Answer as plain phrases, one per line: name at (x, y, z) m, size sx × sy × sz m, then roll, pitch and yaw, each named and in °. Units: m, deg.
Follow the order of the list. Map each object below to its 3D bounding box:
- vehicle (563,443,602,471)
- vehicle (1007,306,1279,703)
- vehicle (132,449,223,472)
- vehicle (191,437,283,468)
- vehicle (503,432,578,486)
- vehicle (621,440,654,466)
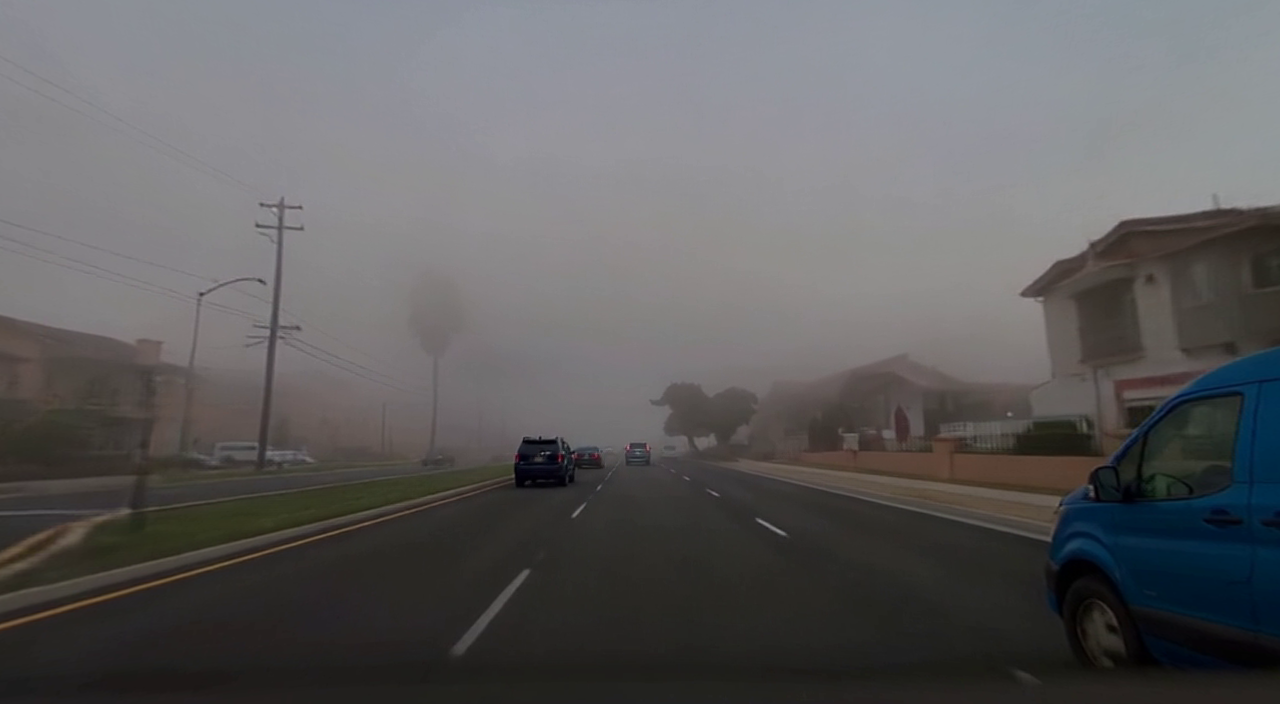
vehicle at (-3.105, 5.770, 34.837) m, size 1.869 × 1.454 × 4.142 m, roll 0°, pitch -9°, yaw -2°
vehicle at (3.772, 0.690, 2.026) m, size 2.234 × 1.912 × 4.847 m, roll 0°, pitch -9°, yaw 0°
vehicle at (-30.568, 7.146, 41.824) m, size 4.474 × 1.393 × 1.920 m, roll 1°, pitch -8°, yaw -1°
vehicle at (-30.326, 7.553, 47.647) m, size 5.583 × 2.103 × 2.086 m, roll -1°, pitch -6°, yaw 2°
vehicle at (-3.413, 3.761, 22.406) m, size 1.967 × 1.703 × 4.157 m, roll 0°, pitch -9°, yaw 0°
vehicle at (-0.219, 6.999, 43.884) m, size 2.191 × 1.761 × 3.857 m, roll 0°, pitch -9°, yaw -2°
